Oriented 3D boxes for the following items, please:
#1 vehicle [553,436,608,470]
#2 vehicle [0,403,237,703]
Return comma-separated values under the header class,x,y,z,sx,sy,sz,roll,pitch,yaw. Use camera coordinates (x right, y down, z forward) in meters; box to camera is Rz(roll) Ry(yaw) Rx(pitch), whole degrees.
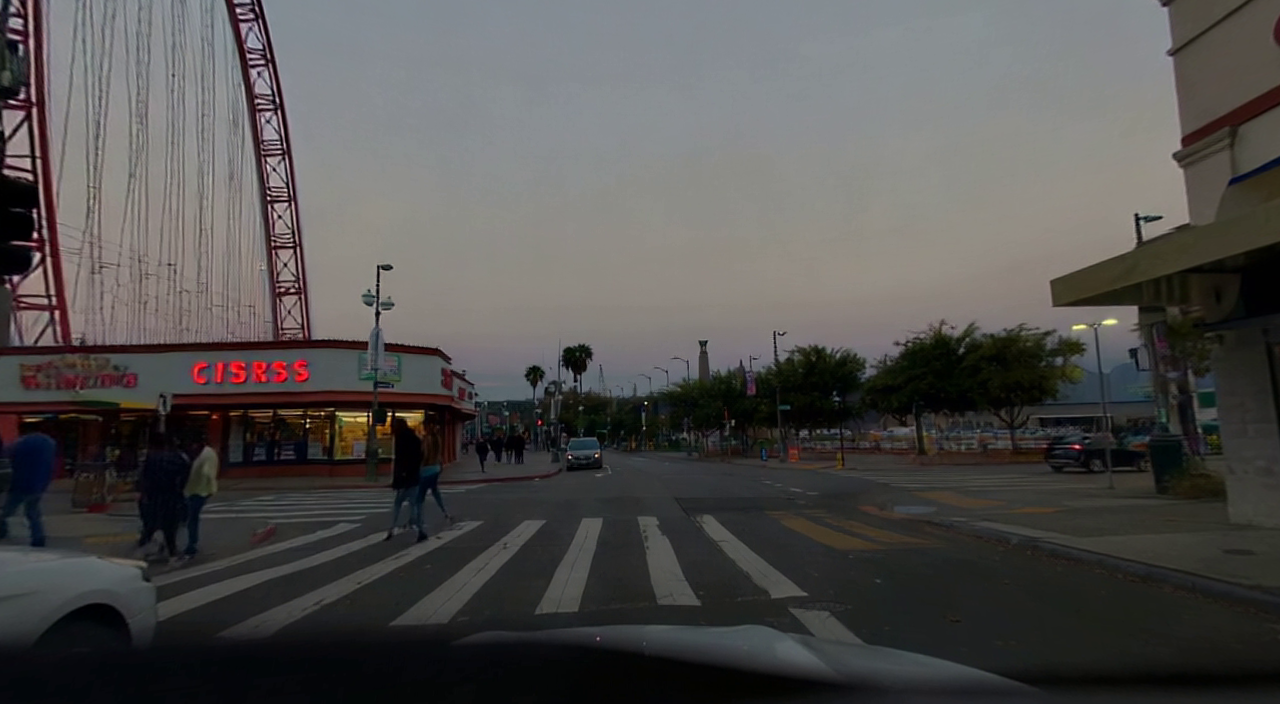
class,x,y,z,sx,sy,sz,roll,pitch,yaw
vehicle,-3.891,6.413,40.250,2.549,2.000,5.699,2,-9,-15
vehicle,-3.372,0.785,1.193,1.940,1.505,4.676,-1,-9,3
